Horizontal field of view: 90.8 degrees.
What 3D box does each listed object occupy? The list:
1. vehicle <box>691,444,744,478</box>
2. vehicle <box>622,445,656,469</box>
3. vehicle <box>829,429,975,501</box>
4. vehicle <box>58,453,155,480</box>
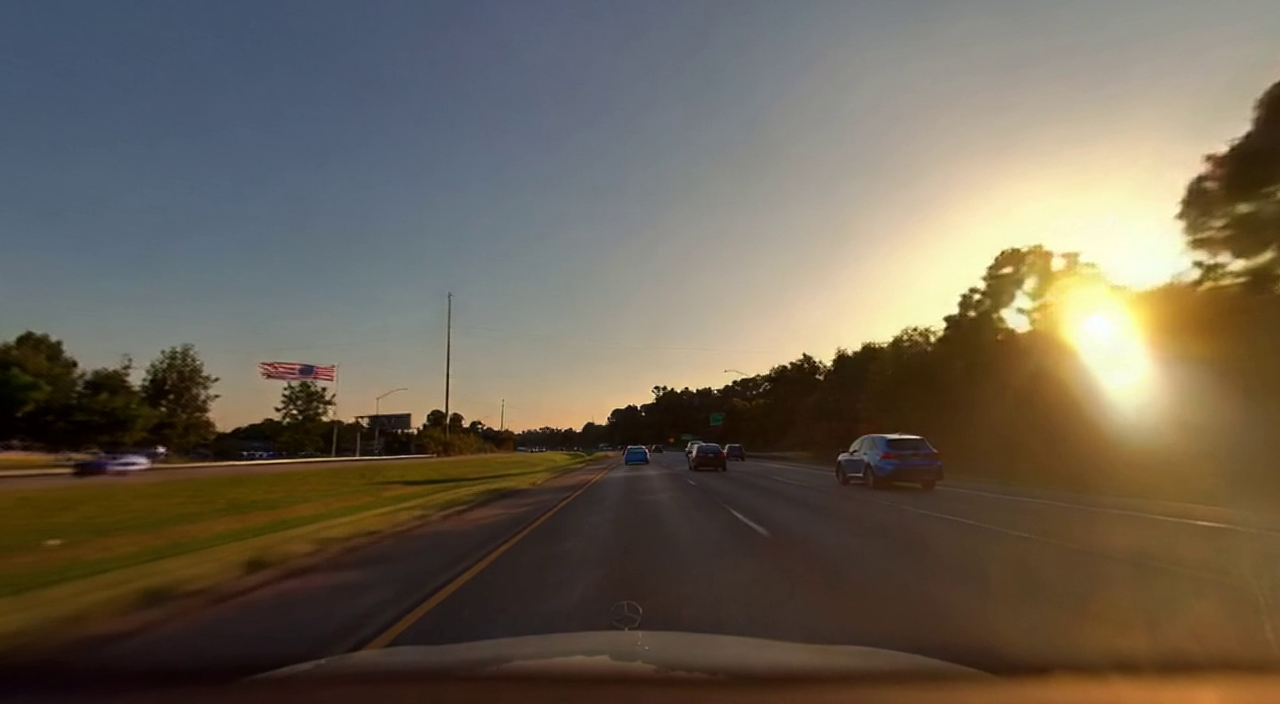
[{"bbox_3d":[3.655,5.222,30.580,1.978,1.488,4.252,0,-9,-1],"label":"vehicle"},{"bbox_3d":[-0.094,6.755,40.732,2.085,1.449,3.860,0,-9,0],"label":"vehicle"},{"bbox_3d":[7.333,3.208,18.384,2.114,1.800,4.779,0,-9,-1],"label":"vehicle"},{"bbox_3d":[-32.581,7.005,38.798,1.860,1.489,4.676,0,-9,0],"label":"vehicle"}]
